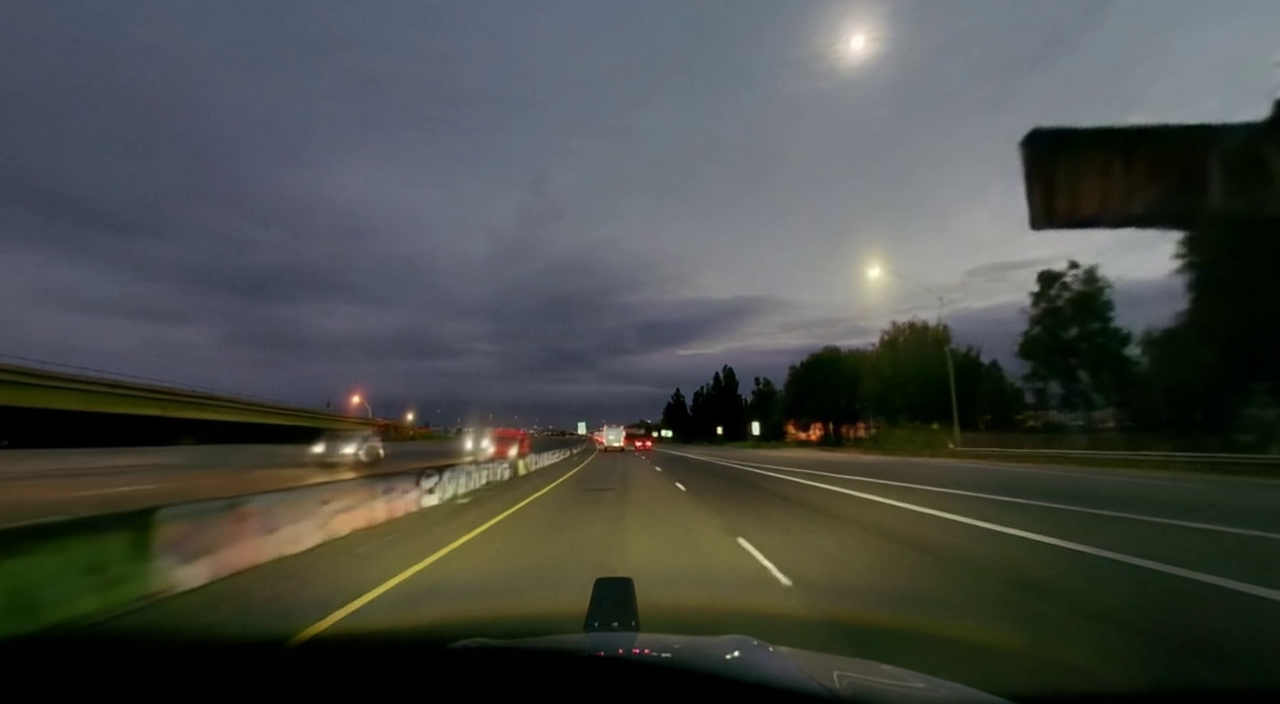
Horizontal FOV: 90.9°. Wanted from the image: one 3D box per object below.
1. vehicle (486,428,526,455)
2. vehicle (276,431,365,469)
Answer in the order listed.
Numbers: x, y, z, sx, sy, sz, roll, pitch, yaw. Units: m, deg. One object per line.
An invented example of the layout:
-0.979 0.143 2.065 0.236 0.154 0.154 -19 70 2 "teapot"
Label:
-10.281 6.917 48.702 2.106 1.901 5.107 0 -8 -2 "vehicle"
-13.522 4.146 26.885 1.855 1.496 3.746 0 -8 -1 "vehicle"
